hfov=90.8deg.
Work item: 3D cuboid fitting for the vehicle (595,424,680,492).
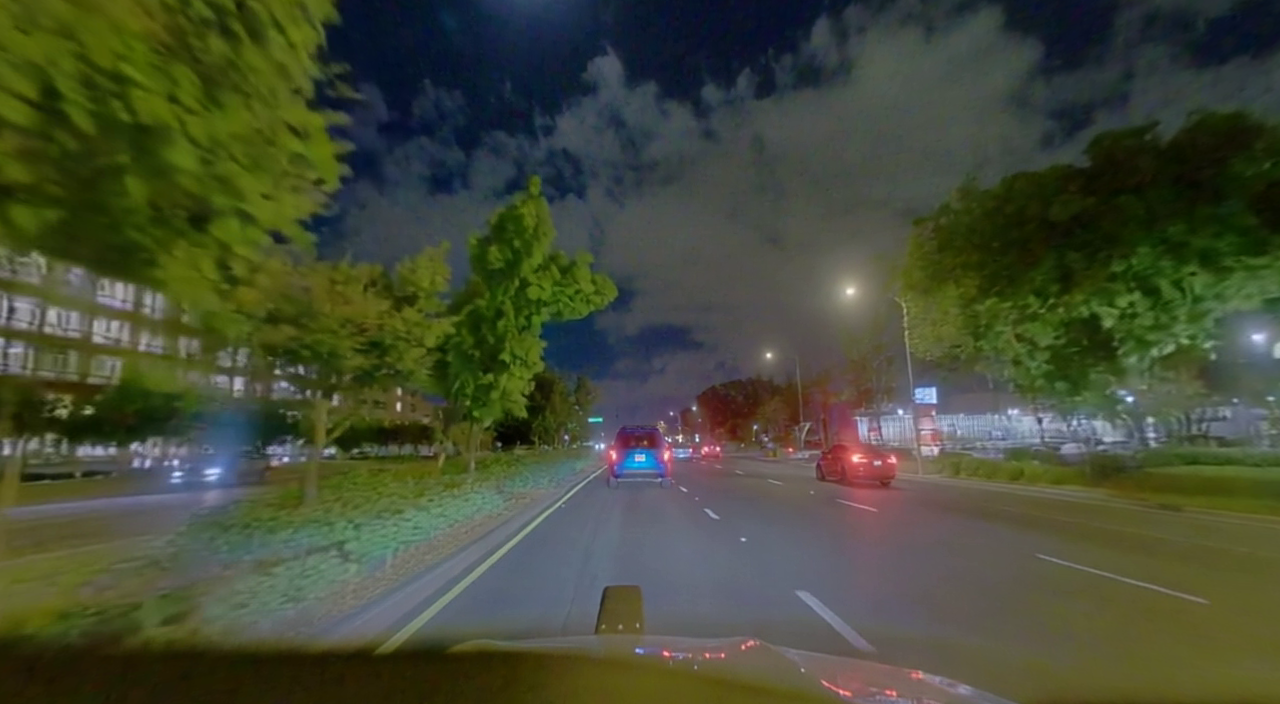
[{"bbox_3d":[-0.091,3.150,19.060,2.277,1.816,4.192,0,-8,-1],"label":"vehicle"}]

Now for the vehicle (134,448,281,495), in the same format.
[{"bbox_3d":[-15.346,4.226,22.805,1.985,1.486,4.691,0,-8,0],"label":"vehicle"}]

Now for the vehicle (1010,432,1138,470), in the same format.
[{"bbox_3d":[19.490,4.442,28.495,4.333,1.521,1.824,-2,-7,0],"label":"vehicle"}]

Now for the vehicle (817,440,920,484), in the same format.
[{"bbox_3d":[8.328,4.030,23.564,2.002,1.456,4.631,0,-8,-1],"label":"vehicle"}]
